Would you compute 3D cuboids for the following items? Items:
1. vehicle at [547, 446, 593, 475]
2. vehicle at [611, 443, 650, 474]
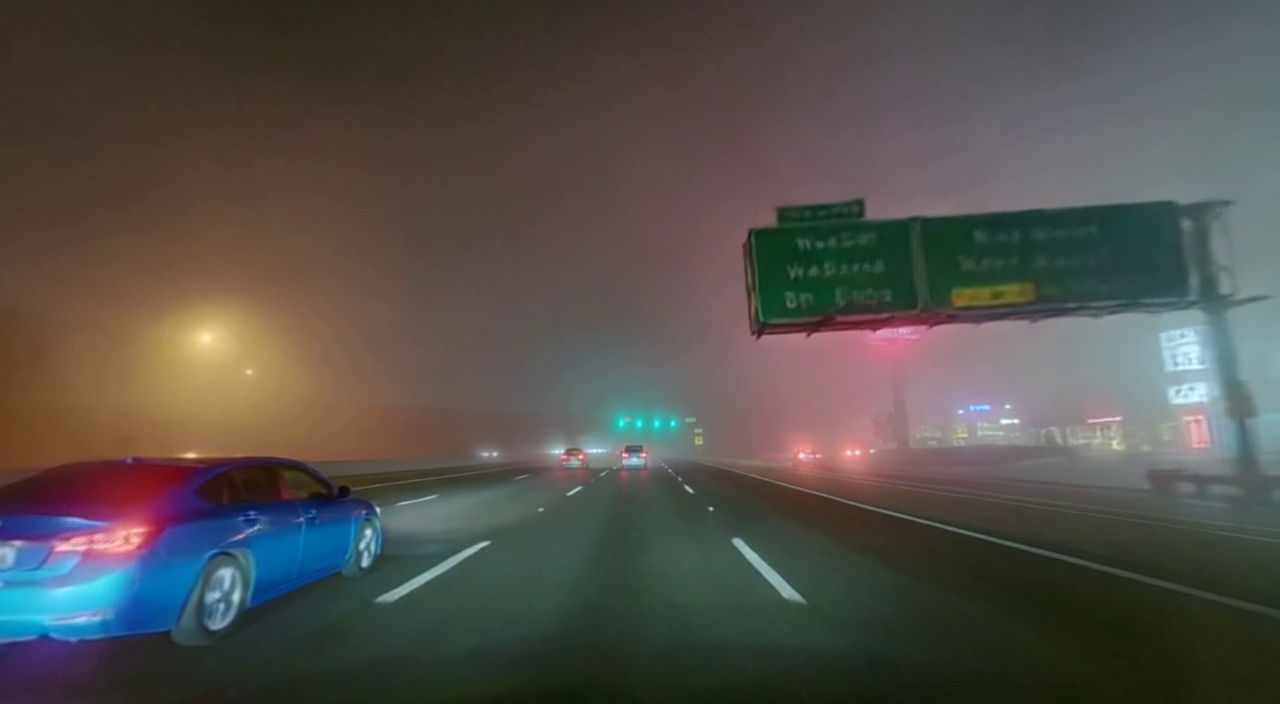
[{"bbox_3d":[-4.089,6.412,37.461,2.071,1.553,4.388,0,-9,2],"label":"vehicle"},{"bbox_3d":[-0.495,6.156,36.651,2.102,1.692,4.057,0,-9,1],"label":"vehicle"}]
